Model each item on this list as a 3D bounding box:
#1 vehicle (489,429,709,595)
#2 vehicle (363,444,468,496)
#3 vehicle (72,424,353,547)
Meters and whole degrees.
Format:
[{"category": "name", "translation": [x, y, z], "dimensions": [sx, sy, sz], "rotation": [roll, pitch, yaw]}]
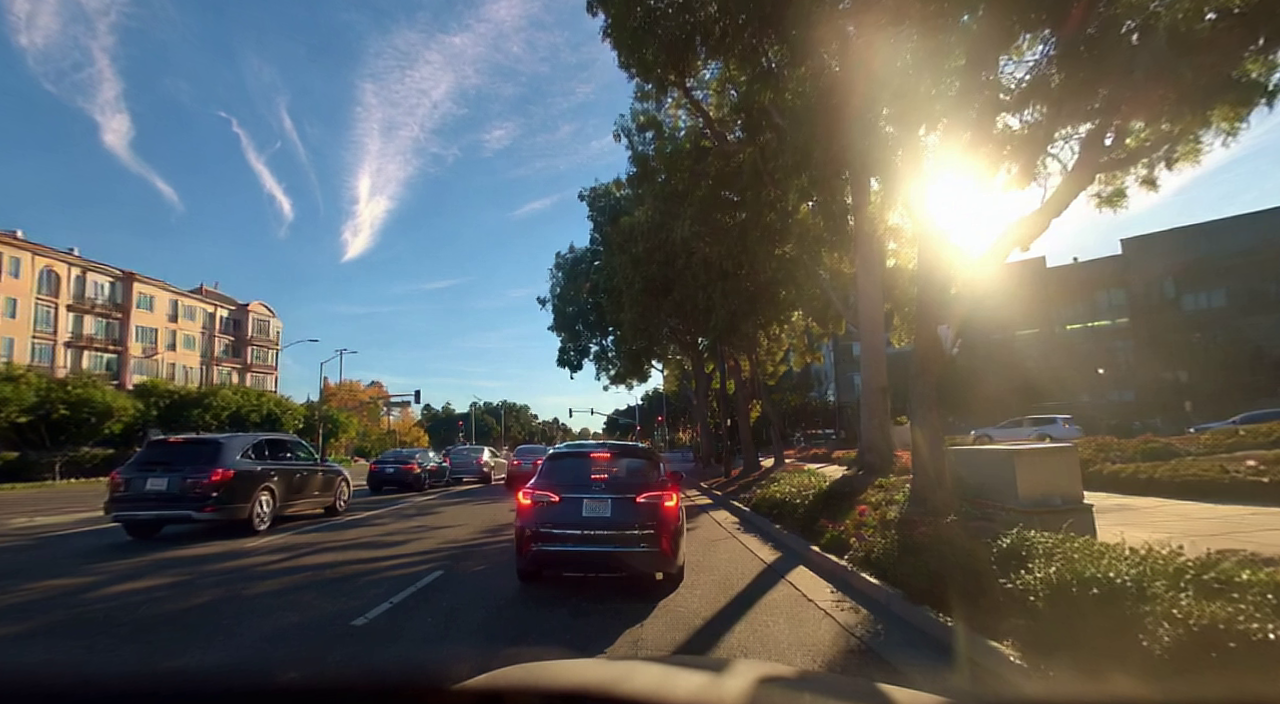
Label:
[{"category": "vehicle", "translation": [-0.389, 1.812, 7.996], "dimensions": [2.066, 1.544, 3.954], "rotation": [0, -9, 0]}, {"category": "vehicle", "translation": [-7.354, 3.886, 21.228], "dimensions": [1.851, 1.532, 4.279], "rotation": [0, -9, 1]}, {"category": "vehicle", "translation": [-7.296, 2.290, 11.502], "dimensions": [2.068, 1.784, 4.224], "rotation": [0, -9, 1]}]
